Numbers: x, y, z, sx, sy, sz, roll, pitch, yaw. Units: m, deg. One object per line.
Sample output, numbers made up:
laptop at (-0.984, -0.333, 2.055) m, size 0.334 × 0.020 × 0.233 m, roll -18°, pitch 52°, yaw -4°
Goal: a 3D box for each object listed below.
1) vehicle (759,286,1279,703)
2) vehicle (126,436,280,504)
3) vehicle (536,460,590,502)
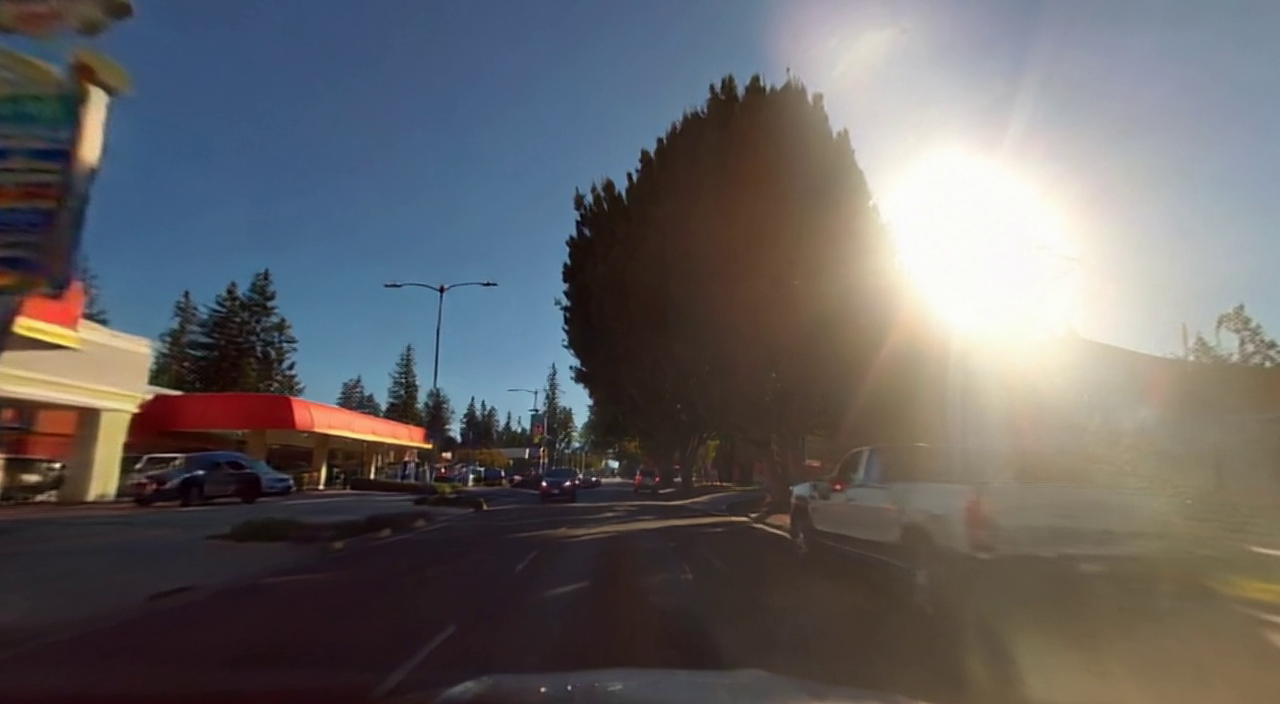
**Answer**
vehicle at (3.246, 1.493, 6.641) m, size 2.472 × 2.484 × 6.609 m, roll 1°, pitch -11°, yaw -2°
vehicle at (-13.744, 3.718, 20.200) m, size 2.062 × 1.889 × 4.115 m, roll 2°, pitch -9°, yaw -4°
vehicle at (-3.732, 6.397, 31.469) m, size 2.165 × 1.889 × 4.825 m, roll 1°, pitch -11°, yaw -1°
